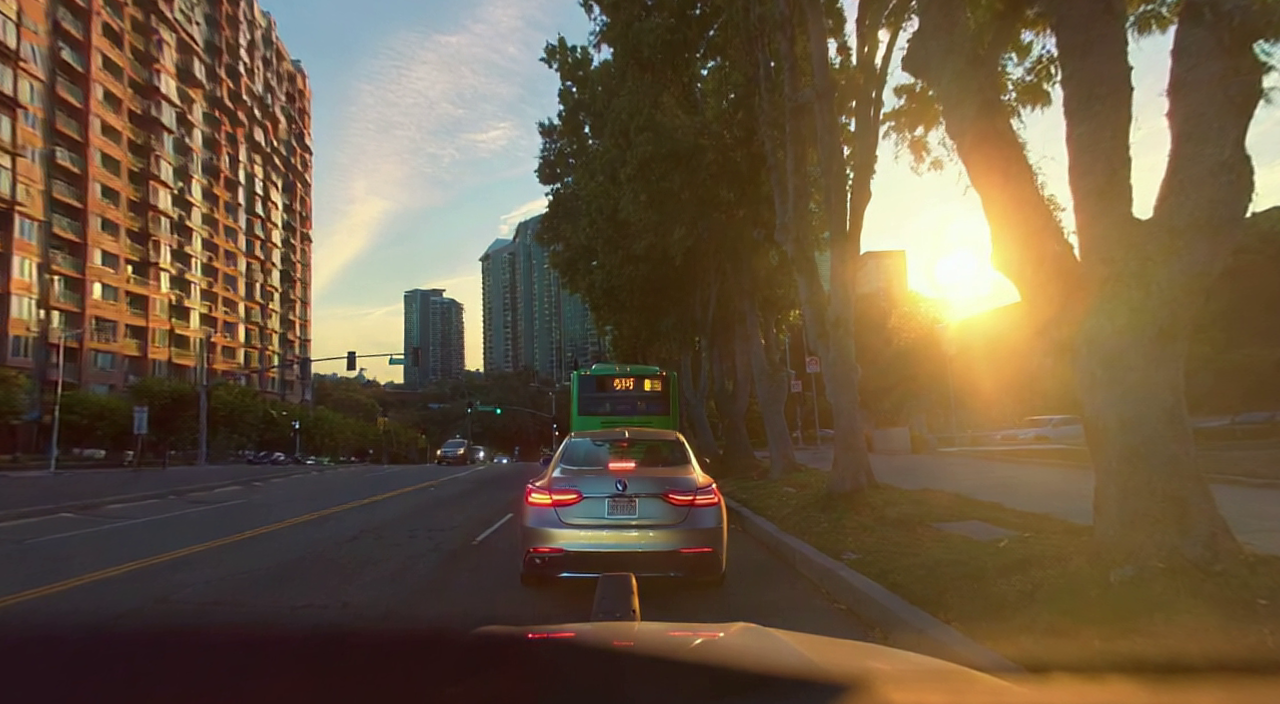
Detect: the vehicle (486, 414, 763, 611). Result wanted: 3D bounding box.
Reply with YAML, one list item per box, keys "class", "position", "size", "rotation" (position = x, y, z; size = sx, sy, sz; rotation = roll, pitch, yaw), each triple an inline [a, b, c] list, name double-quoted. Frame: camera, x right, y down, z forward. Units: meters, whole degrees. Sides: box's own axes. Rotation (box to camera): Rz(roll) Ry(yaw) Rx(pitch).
- class: "vehicle"
  position: [-0.157, 1.463, 6.737]
  size: [2.064, 1.452, 3.942]
  rotation: [0, -8, -1]
